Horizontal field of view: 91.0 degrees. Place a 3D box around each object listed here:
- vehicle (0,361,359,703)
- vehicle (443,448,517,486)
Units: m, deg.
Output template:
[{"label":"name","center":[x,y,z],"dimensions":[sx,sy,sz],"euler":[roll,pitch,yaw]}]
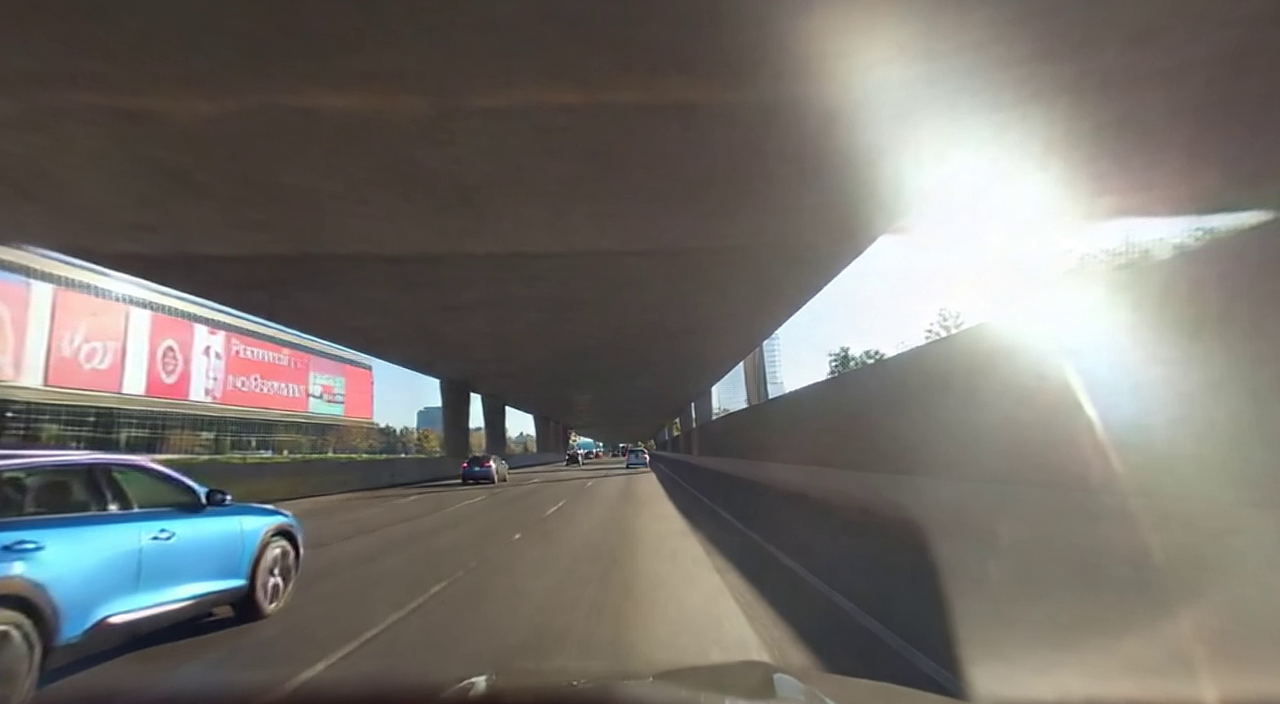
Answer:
[{"label":"vehicle","center":[-3.792,1.081,3.808],"dimensions":[2.059,1.725,4.521],"euler":[0,-9,0]},{"label":"vehicle","center":[-7.203,5.215,28.921],"dimensions":[1.998,1.542,4.953],"euler":[0,-9,1]}]
